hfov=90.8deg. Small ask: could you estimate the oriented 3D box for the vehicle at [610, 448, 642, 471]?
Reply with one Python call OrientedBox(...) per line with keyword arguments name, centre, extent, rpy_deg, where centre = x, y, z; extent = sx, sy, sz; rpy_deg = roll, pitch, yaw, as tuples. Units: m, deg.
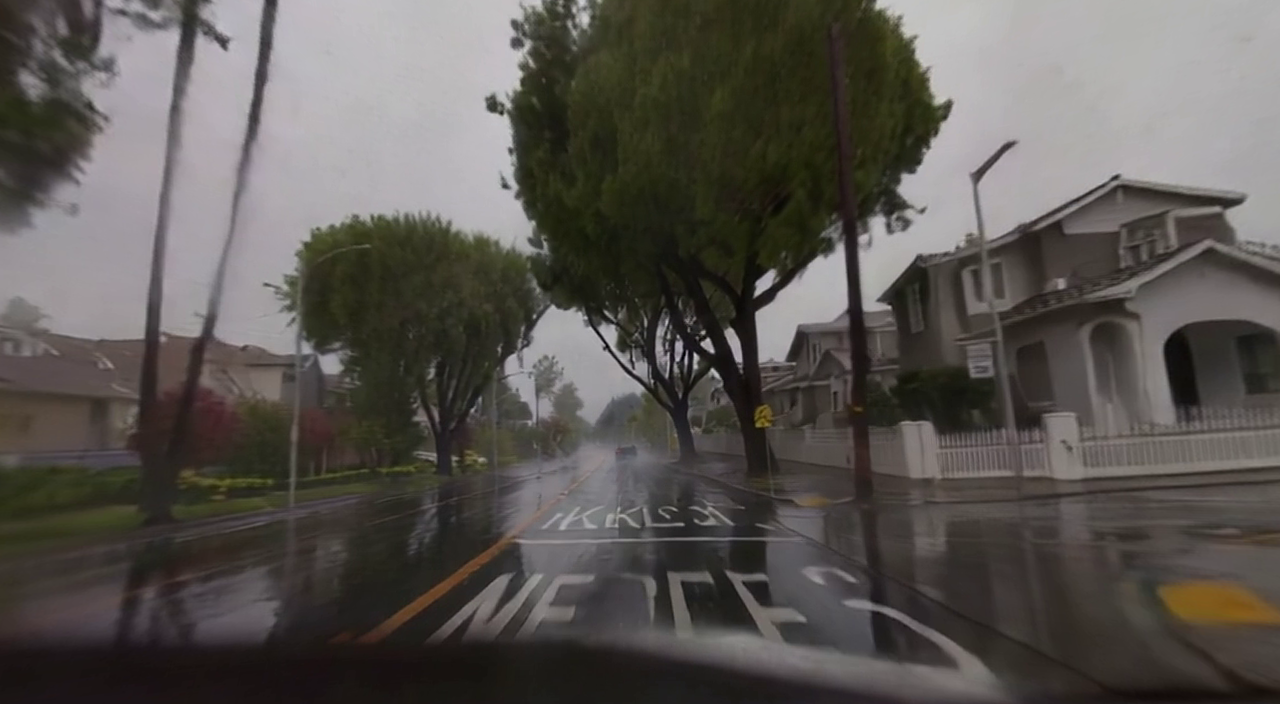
OrientedBox(name="vehicle", centre=(-1.017, 7.500, 44.230), extent=(2.104, 1.500, 3.815), rpy_deg=(0, -9, -2))
